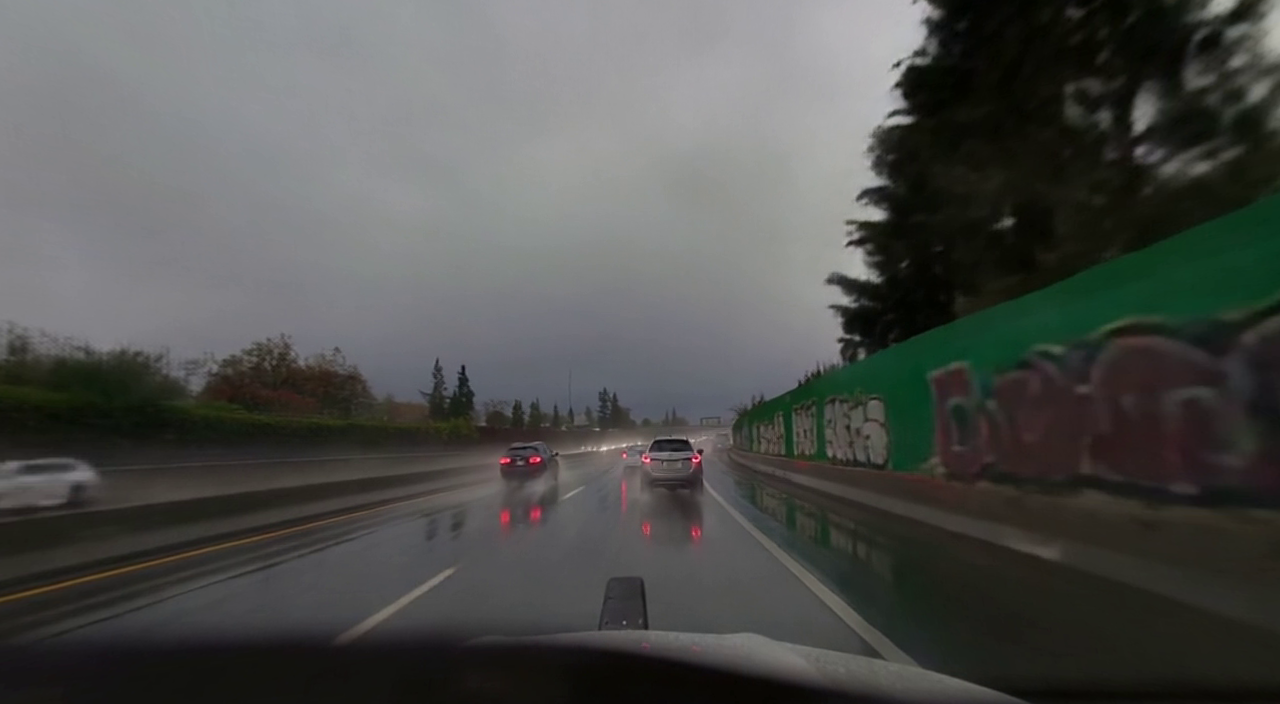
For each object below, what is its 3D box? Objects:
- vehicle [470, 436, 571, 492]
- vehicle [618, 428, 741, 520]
[{"bbox_3d":[-3.425,3.297,18.877,2.059,1.471,4.152,0,-8,2],"label":"vehicle"},{"bbox_3d":[0.702,2.353,12.647,2.077,1.533,3.854,0,-8,1],"label":"vehicle"}]
